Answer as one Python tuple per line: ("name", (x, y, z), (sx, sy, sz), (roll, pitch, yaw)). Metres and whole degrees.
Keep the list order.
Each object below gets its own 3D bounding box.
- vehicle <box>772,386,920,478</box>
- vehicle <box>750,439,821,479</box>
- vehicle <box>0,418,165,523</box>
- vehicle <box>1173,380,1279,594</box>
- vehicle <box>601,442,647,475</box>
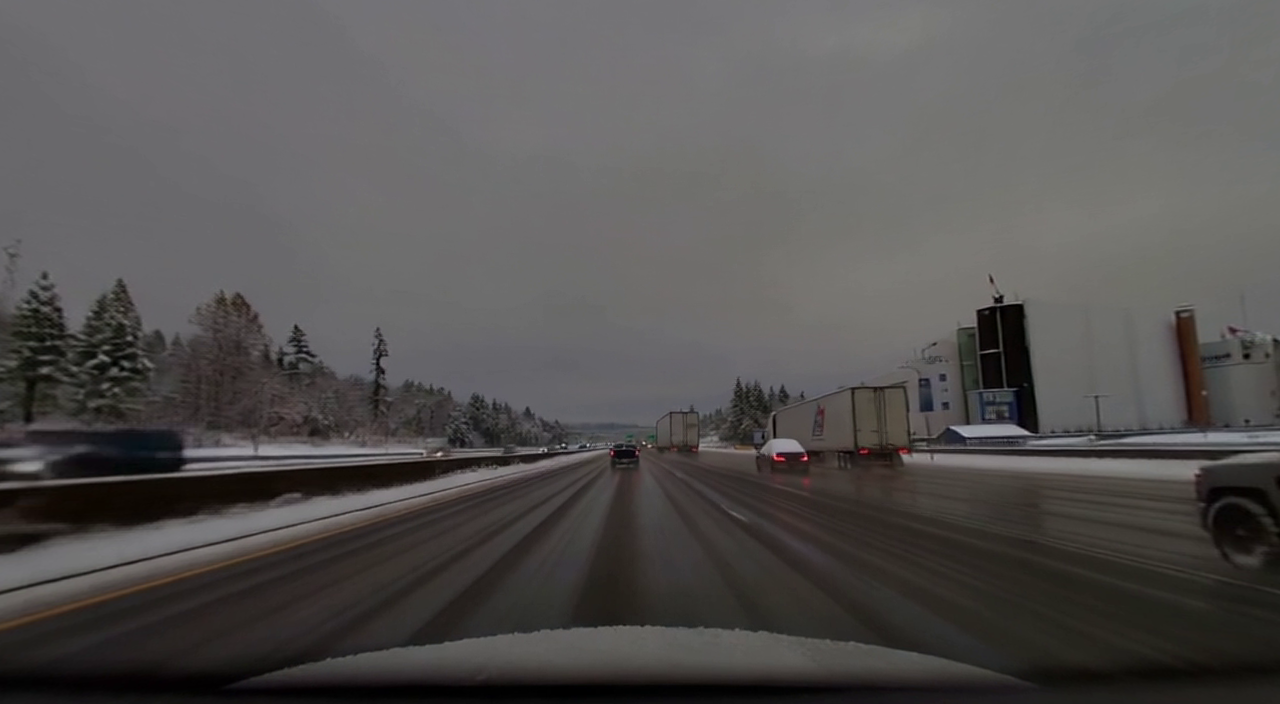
("vehicle", (11.248, 4.963, 37.615), (2.898, 4.171, 17.188), (0, -9, -1))
("vehicle", (6.479, 4.824, 28.728), (2.154, 1.658, 4.347), (0, -9, -1))
("vehicle", (-12.786, 2.345, 12.679), (2.179, 1.895, 5.631), (0, -9, -1))
("vehicle", (7.280, 1.004, 4.230), (2.369, 2.007, 5.700), (0, -9, 0))
("vehicle", (-0.782, 5.285, 31.544), (2.163, 1.551, 4.180), (0, -9, -1))
